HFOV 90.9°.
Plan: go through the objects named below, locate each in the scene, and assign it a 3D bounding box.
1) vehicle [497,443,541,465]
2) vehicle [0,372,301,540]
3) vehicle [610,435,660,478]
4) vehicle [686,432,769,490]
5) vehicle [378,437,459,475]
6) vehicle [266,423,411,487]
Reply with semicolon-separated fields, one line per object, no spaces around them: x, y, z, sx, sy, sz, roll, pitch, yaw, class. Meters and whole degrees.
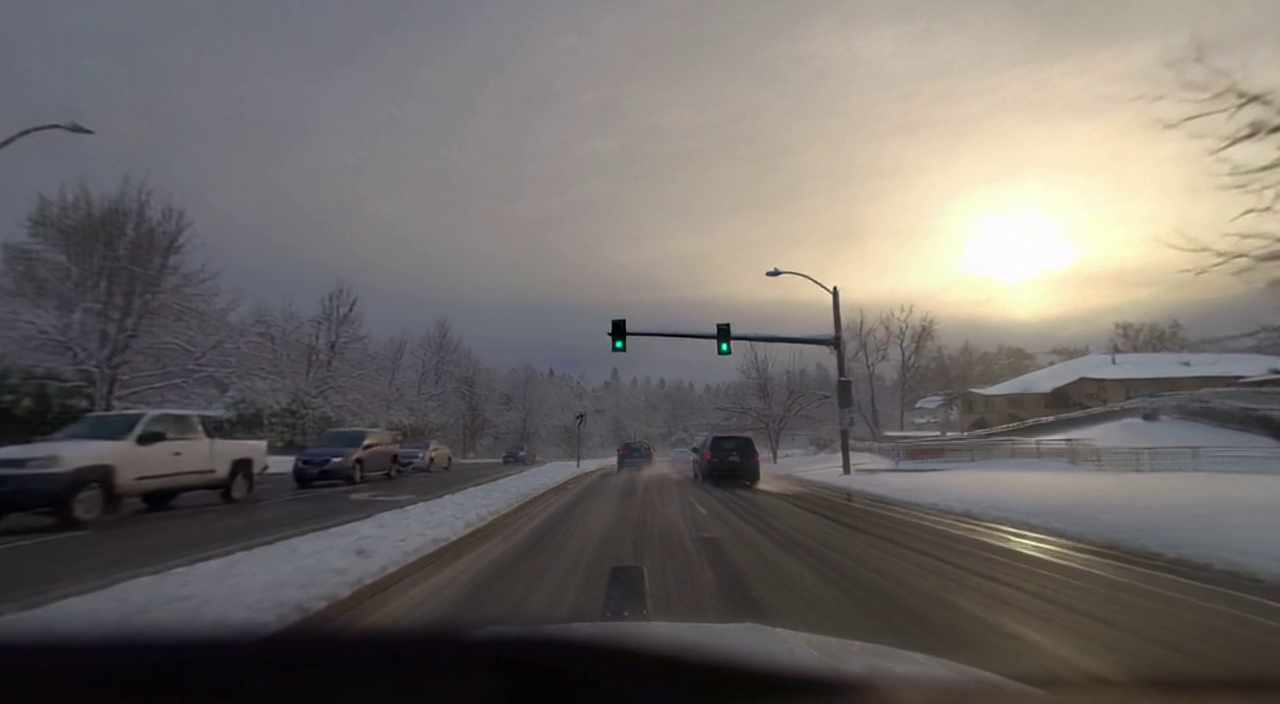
-8.704;7.385;45.766;1.991;1.503;4.688;-1;-8;4;vehicle
-9.144;1.813;11.328;2.037;2.113;7.185;0;-8;1;vehicle
-0.236;4.849;29.470;2.185;1.822;4.391;0;-8;-1;vehicle
2.898;3.729;21.915;2.166;1.799;4.372;0;-8;-1;vehicle
-9.175;4.328;26.505;1.829;1.463;4.403;0;-8;0;vehicle
-9.220;3.201;19.897;1.893;1.735;5.318;0;-8;1;vehicle
